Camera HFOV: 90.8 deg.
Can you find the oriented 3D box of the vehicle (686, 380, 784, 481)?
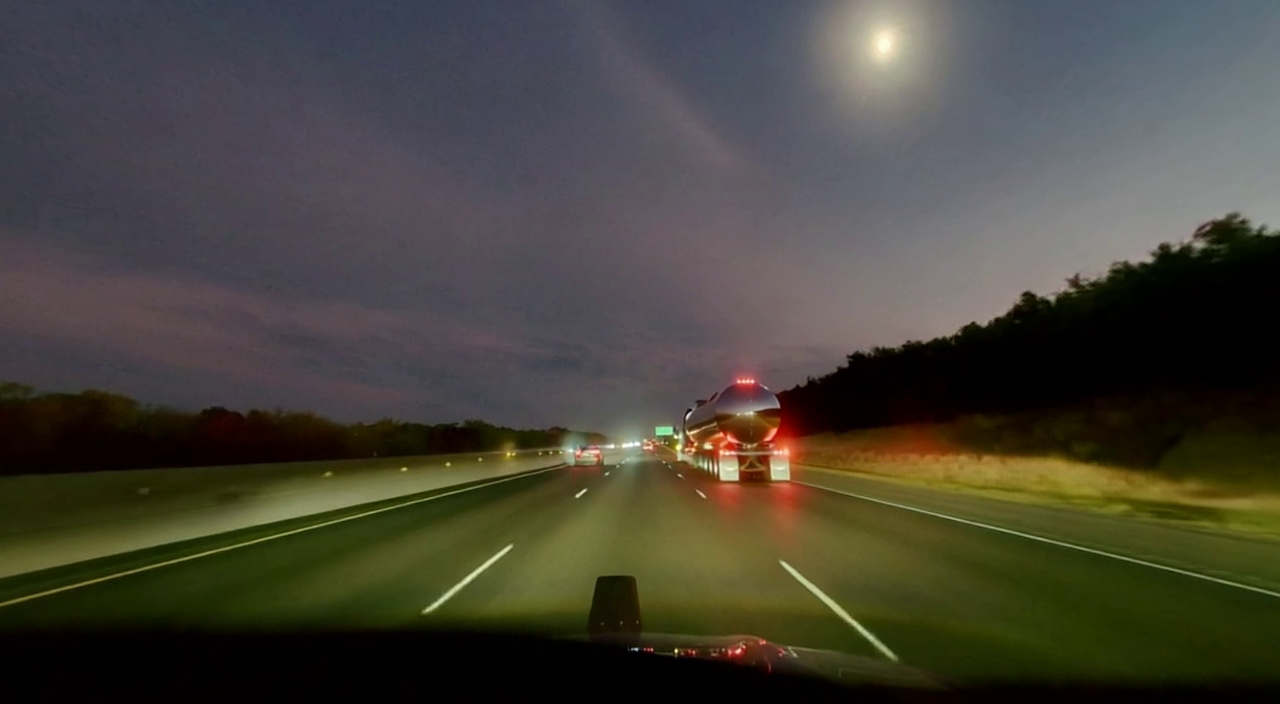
[{"bbox_3d":[3.892,3.664,28.445,2.759,3.734,9.708,0,-9,-1],"label":"vehicle"}]

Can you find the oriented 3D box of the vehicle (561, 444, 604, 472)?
[{"bbox_3d":[-3.249,6.084,36.422,1.986,1.458,4.506,0,-9,1],"label":"vehicle"}]
